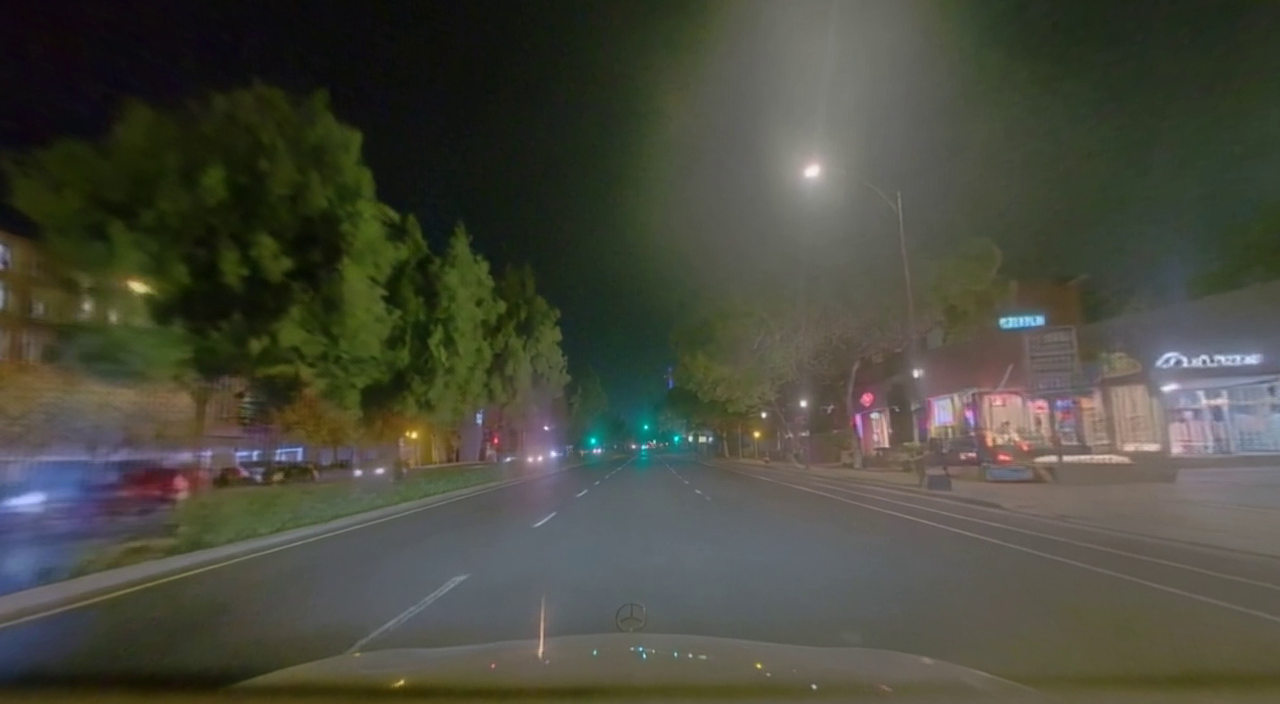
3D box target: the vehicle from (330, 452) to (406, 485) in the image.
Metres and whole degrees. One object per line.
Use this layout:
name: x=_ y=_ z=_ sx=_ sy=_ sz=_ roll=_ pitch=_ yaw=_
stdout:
vehicle: x=-14.349 y=6.159 z=33.599 sx=1.975 sy=1.499 sz=4.658 roll=-2 pitch=-8 yaw=0

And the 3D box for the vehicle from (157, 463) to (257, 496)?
vehicle: x=-21.979 y=6.459 z=32.237 sx=1.866 sy=1.444 sz=4.407 roll=0 pitch=-8 yaw=2

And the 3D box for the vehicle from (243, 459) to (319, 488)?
vehicle: x=-21.738 y=7.348 z=38.388 sx=1.885 sy=1.504 sz=4.359 roll=-1 pitch=-8 yaw=2

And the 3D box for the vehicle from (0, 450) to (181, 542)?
vehicle: x=-11.808 y=2.764 z=12.353 sx=2.070 sy=1.500 sz=4.724 roll=-4 pitch=-8 yaw=1
